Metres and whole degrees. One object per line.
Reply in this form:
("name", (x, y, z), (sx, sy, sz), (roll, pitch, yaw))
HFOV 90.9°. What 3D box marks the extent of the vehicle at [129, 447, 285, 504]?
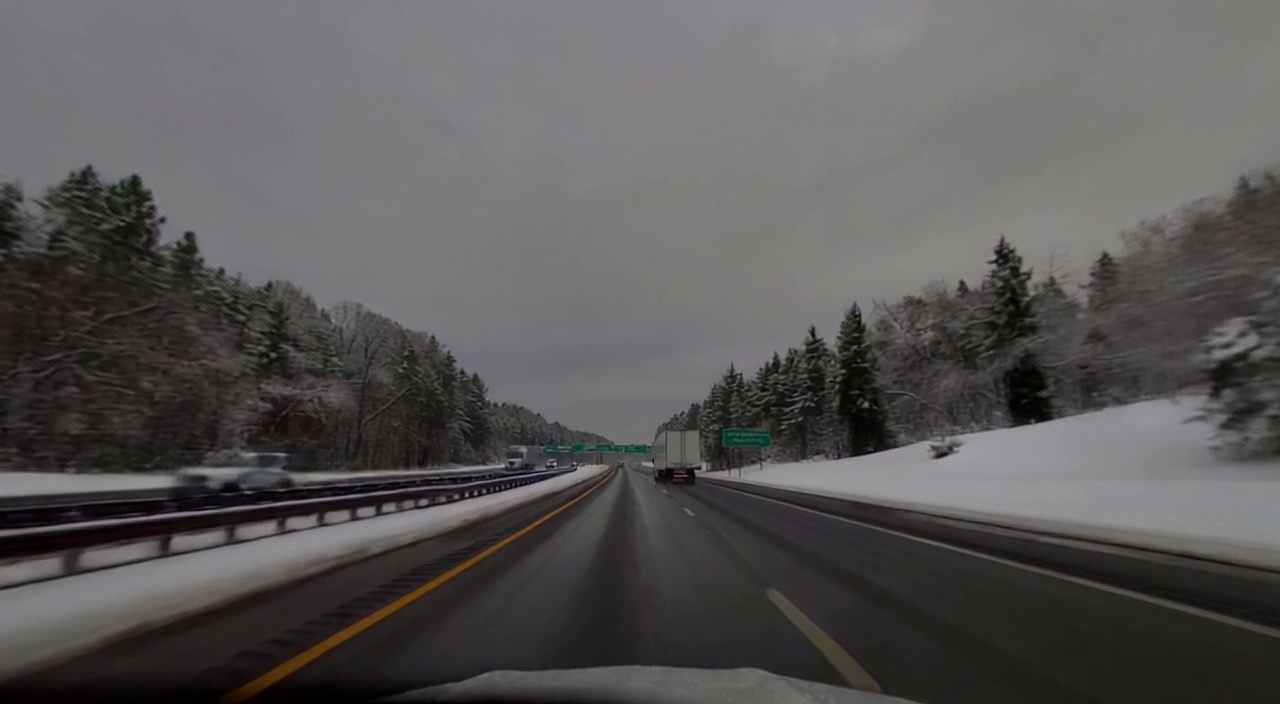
("vehicle", (-13.134, 3.797, 19.492), (1.855, 1.486, 4.106), (1, -10, 0))
